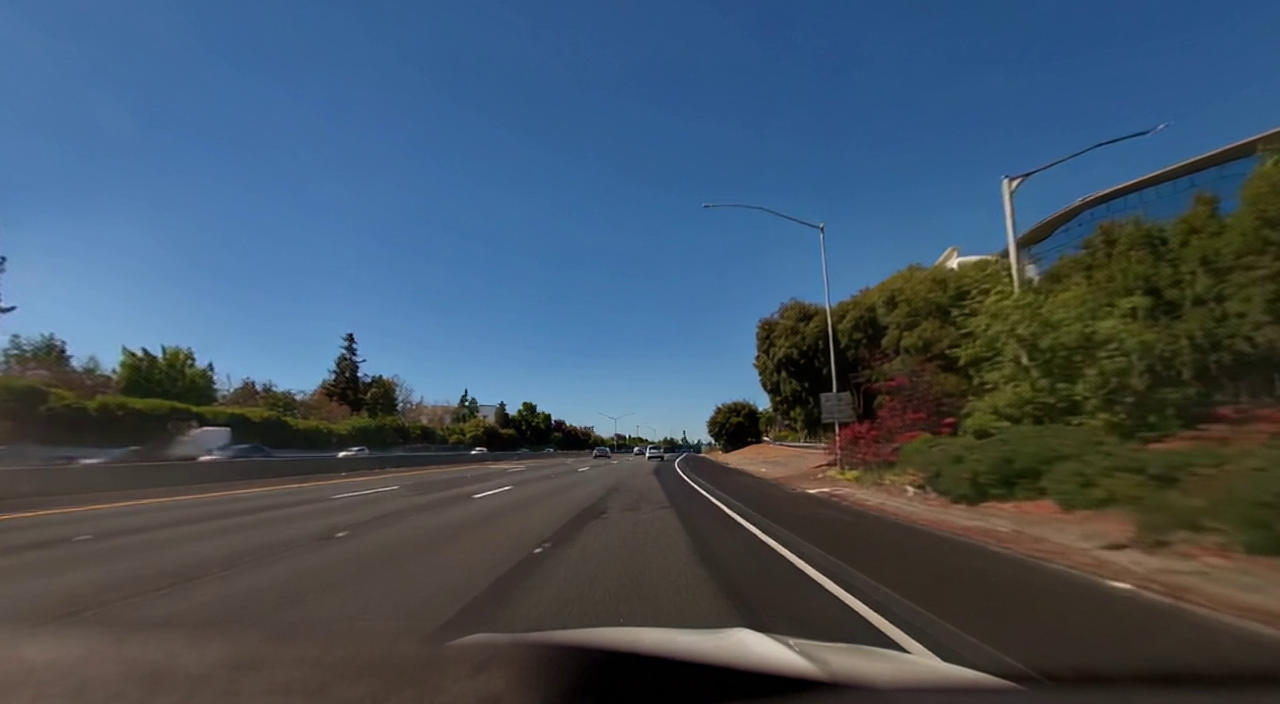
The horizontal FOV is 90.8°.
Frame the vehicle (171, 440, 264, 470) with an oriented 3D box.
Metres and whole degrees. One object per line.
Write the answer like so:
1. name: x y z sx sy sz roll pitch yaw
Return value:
1. vehicle: -23.148 5.651 34.831 1.843 1.490 4.410 0 -8 4
